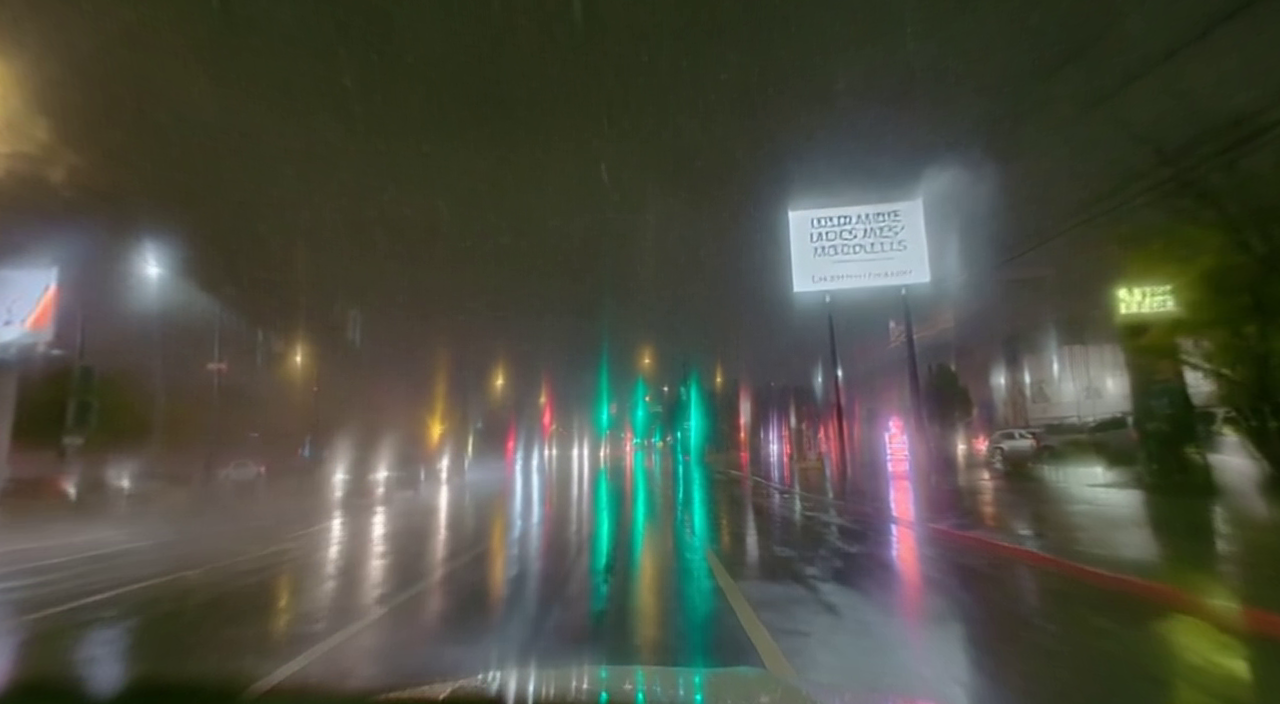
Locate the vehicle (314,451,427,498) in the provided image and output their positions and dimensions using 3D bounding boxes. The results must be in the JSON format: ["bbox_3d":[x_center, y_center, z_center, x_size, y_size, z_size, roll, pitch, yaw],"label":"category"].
[{"bbox_3d":[-9.402,4.267,22.484,2.050,1.457,4.338,0,-9,1],"label":"vehicle"}]

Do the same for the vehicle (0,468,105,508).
[{"bbox_3d":[-28.879,6.514,30.462,1.969,1.636,4.136,-5,-10,27],"label":"vehicle"}]

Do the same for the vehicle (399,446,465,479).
[{"bbox_3d":[-12.772,6.783,39.131,2.347,1.857,4.860,0,-9,1],"label":"vehicle"}]

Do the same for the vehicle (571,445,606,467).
[{"bbox_3d":[-3.576,7.300,44.559,1.962,1.420,4.021,-1,-9,2],"label":"vehicle"}]

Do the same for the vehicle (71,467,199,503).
[{"bbox_3d":[-24.831,6.506,31.243,1.985,1.469,4.428,-5,-10,27],"label":"vehicle"}]
